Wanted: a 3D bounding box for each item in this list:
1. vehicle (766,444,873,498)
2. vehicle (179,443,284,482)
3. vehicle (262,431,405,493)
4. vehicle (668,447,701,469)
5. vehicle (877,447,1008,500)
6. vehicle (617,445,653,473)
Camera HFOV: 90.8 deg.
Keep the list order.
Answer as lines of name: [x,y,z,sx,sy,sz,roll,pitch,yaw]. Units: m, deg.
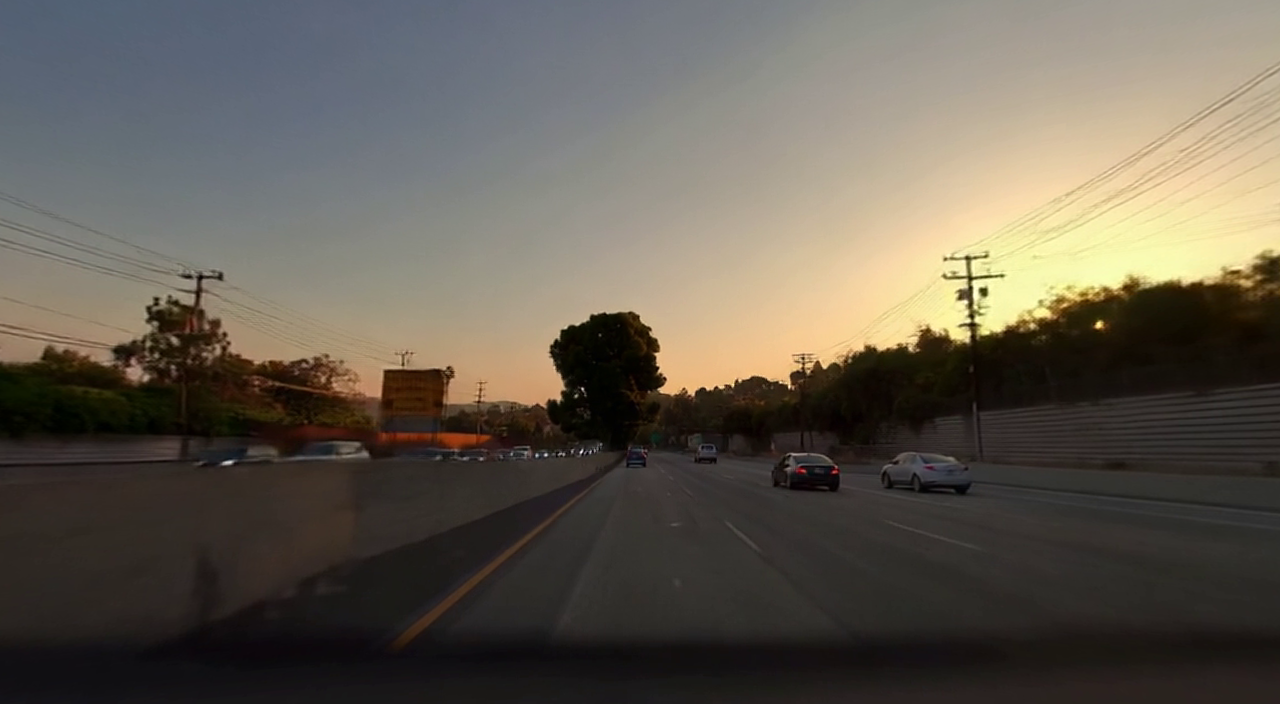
vehicle: [5.537,3.720,20.223,2.069,1.520,4.614,0,-9,0]
vehicle: [-20.514,5.559,32.045,2.009,1.788,4.848,0,-9,1]
vehicle: [-9.662,3.501,20.463,2.359,1.762,4.575,0,-9,-1]
vehicle: [3.089,7.452,44.655,1.981,1.480,4.316,0,-9,-1]
vehicle: [9.551,3.841,20.438,1.969,1.506,4.422,1,-9,-2]
vehicle: [-0.289,6.146,36.627,1.993,1.506,3.883,0,-8,-1]
